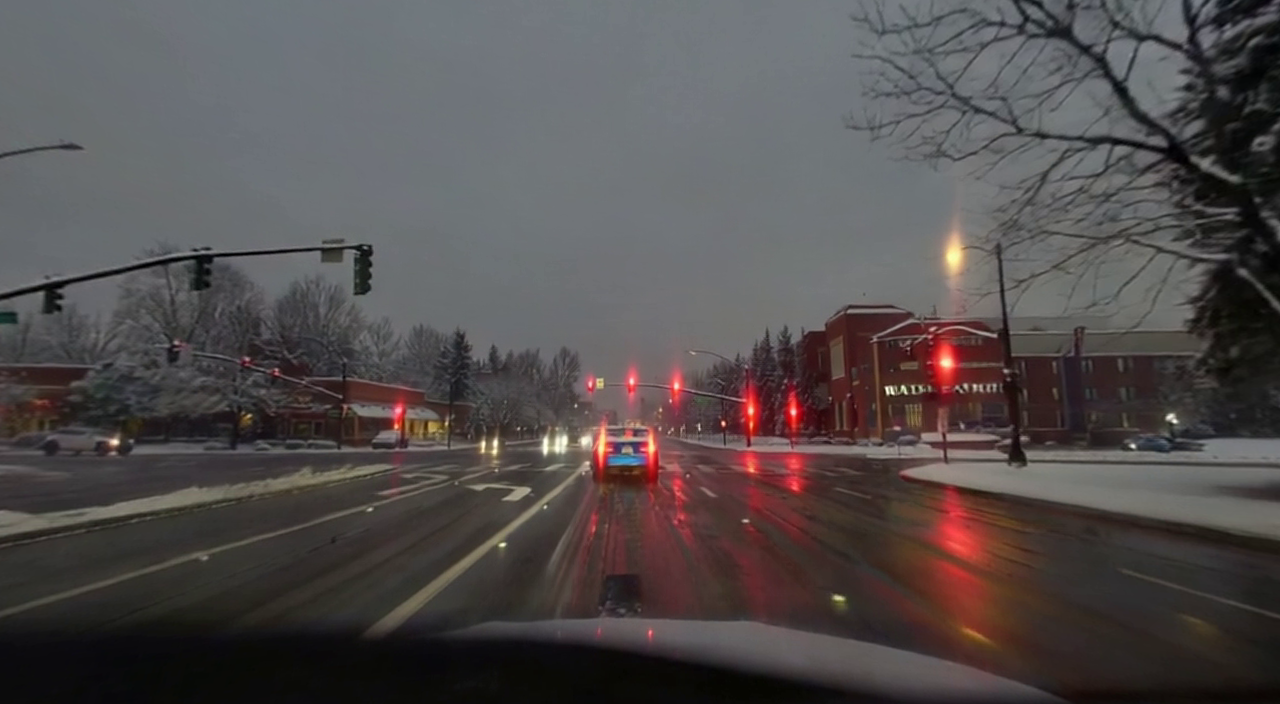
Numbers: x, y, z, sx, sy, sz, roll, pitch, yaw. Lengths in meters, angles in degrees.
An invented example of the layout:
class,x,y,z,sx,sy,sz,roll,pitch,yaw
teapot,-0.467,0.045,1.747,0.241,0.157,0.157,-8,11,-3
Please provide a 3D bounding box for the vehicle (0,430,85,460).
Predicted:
class,x,y,z,sx,sy,sz,roll,pitch,yaw
vehicle,-36.376,5.511,37.461,4.912,1.731,2.022,0,-8,-1

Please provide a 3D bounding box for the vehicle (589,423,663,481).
class,x,y,z,sx,sy,sz,roll,pitch,yaw
vehicle,-0.435,3.078,19.733,2.066,1.618,3.922,0,-8,-1
